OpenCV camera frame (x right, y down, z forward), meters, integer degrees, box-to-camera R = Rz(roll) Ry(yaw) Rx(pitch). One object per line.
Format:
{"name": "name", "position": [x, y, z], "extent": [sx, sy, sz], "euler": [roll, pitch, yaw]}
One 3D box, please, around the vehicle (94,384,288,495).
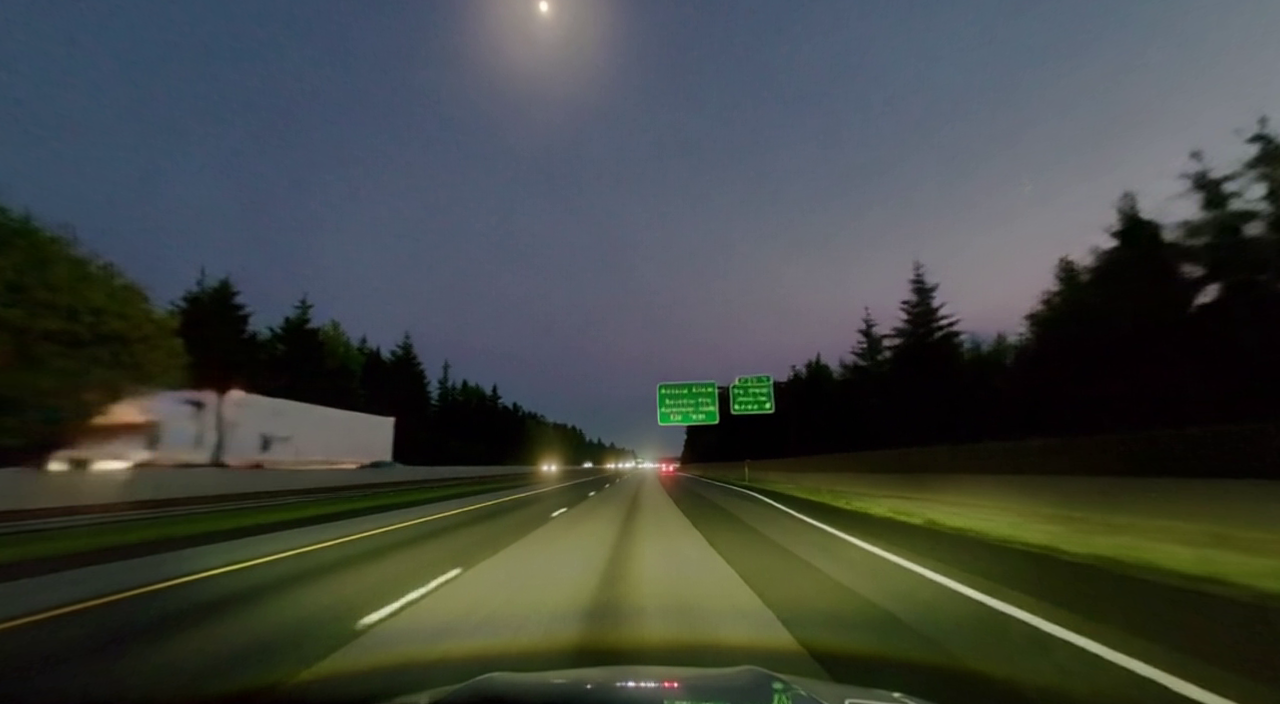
{"name": "vehicle", "position": [-17.378, 3.583, 25.068], "extent": [3.016, 3.847, 5.834], "euler": [1, -10, 1]}
